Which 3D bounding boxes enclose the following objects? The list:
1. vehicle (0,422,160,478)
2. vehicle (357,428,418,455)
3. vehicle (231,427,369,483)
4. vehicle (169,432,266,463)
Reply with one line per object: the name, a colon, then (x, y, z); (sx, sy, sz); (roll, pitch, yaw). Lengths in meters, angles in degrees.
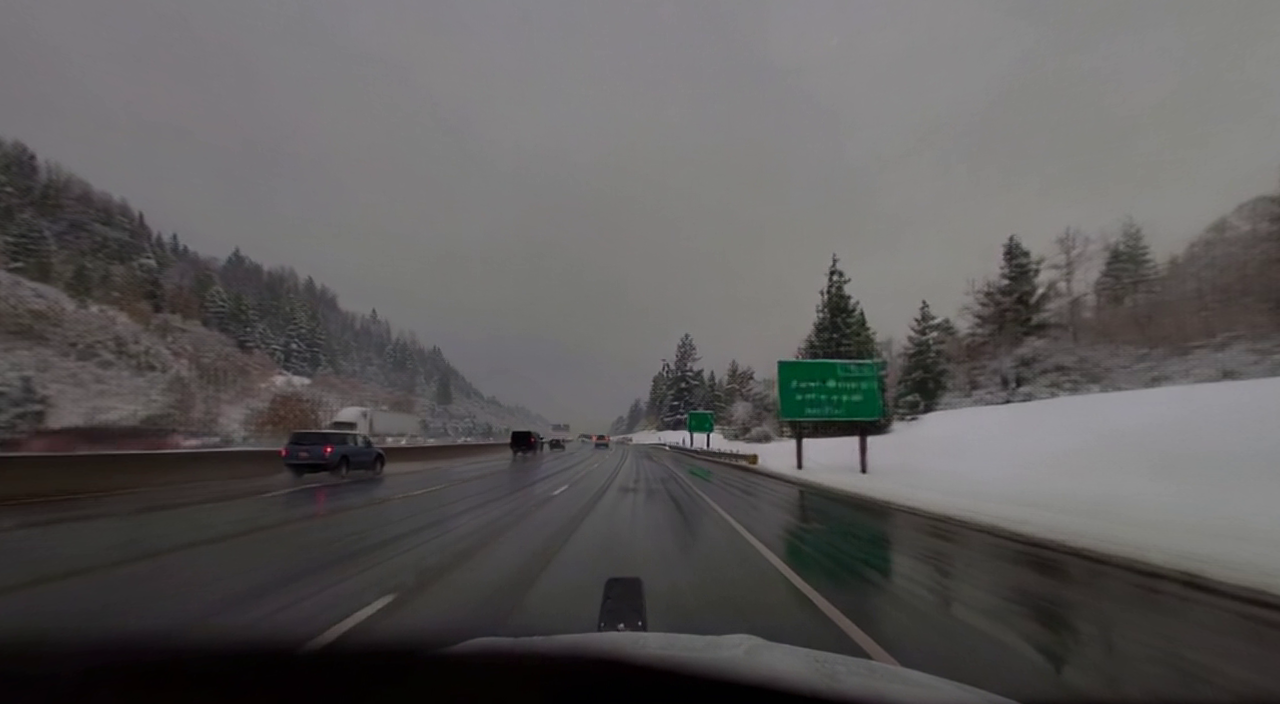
vehicle: (-18.071, 3.110, 20.095); (1.889, 1.546, 4.305); (1, -8, 1)
vehicle: (-18.606, 6.667, 46.598); (2.179, 1.790, 5.517); (1, -9, 1)
vehicle: (-11.097, 3.389, 20.947); (2.001, 1.625, 4.528); (1, -8, 1)
vehicle: (-21.882, 4.967, 32.760); (1.843, 1.468, 4.587); (1, -8, 0)
